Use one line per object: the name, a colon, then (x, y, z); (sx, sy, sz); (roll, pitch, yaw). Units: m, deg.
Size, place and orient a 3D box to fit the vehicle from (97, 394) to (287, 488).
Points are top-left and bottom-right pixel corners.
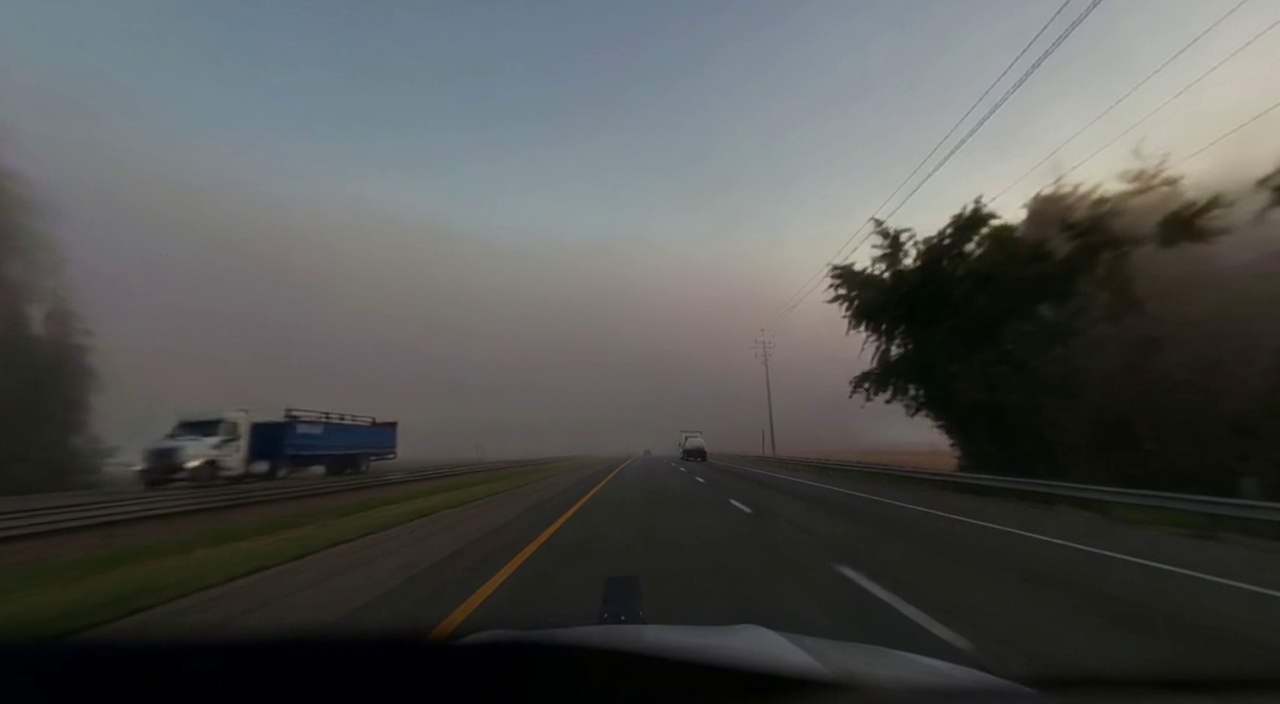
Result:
vehicle: (-21.600, 4.434, 31.193); (3.064, 3.969, 8.359); (0, -8, 1)
